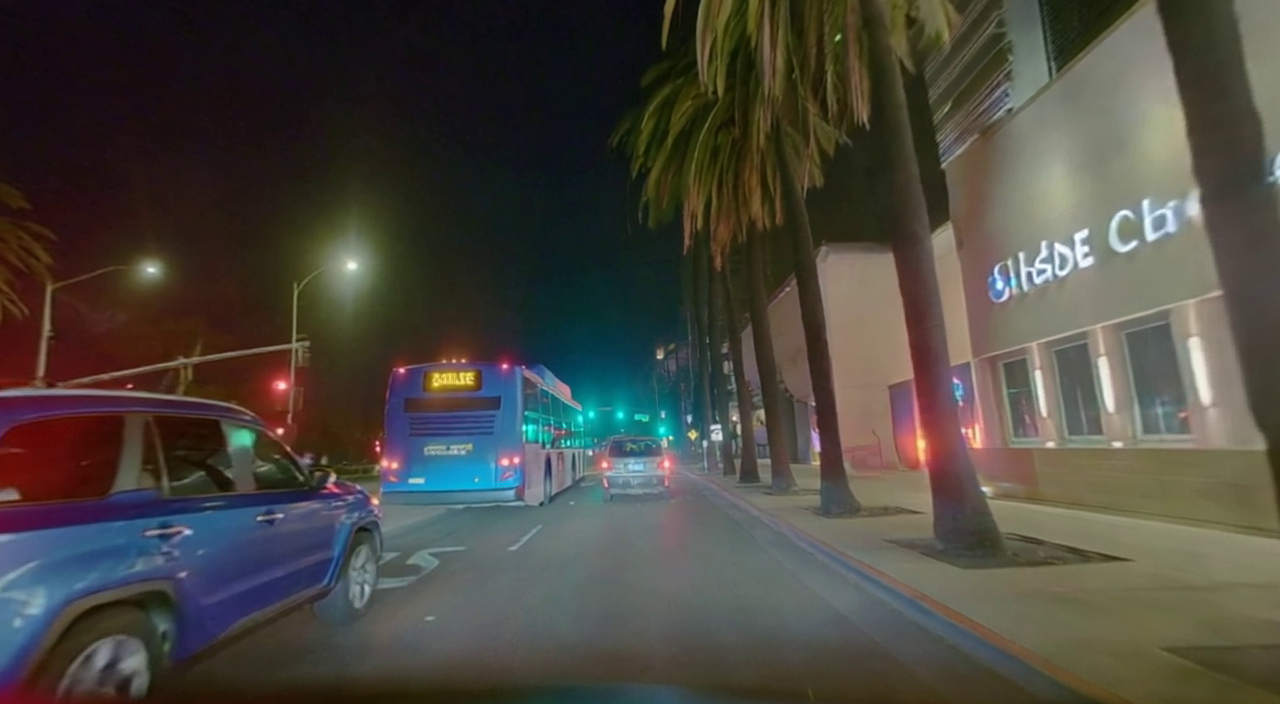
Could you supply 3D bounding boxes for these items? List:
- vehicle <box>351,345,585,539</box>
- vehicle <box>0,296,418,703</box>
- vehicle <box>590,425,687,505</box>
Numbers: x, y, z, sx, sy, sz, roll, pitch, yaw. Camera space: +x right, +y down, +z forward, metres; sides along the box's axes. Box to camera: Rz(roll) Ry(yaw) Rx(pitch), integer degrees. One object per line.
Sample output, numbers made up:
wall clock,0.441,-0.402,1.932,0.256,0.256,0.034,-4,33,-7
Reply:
vehicle,-3.061,2.012,14.170,2.775,3.064,8.297,0,-8,1
vehicle,-3.040,0.919,3.201,2.124,1.799,4.587,0,-8,0
vehicle,-0.030,2.762,15.812,2.120,1.727,3.917,0,-8,0
